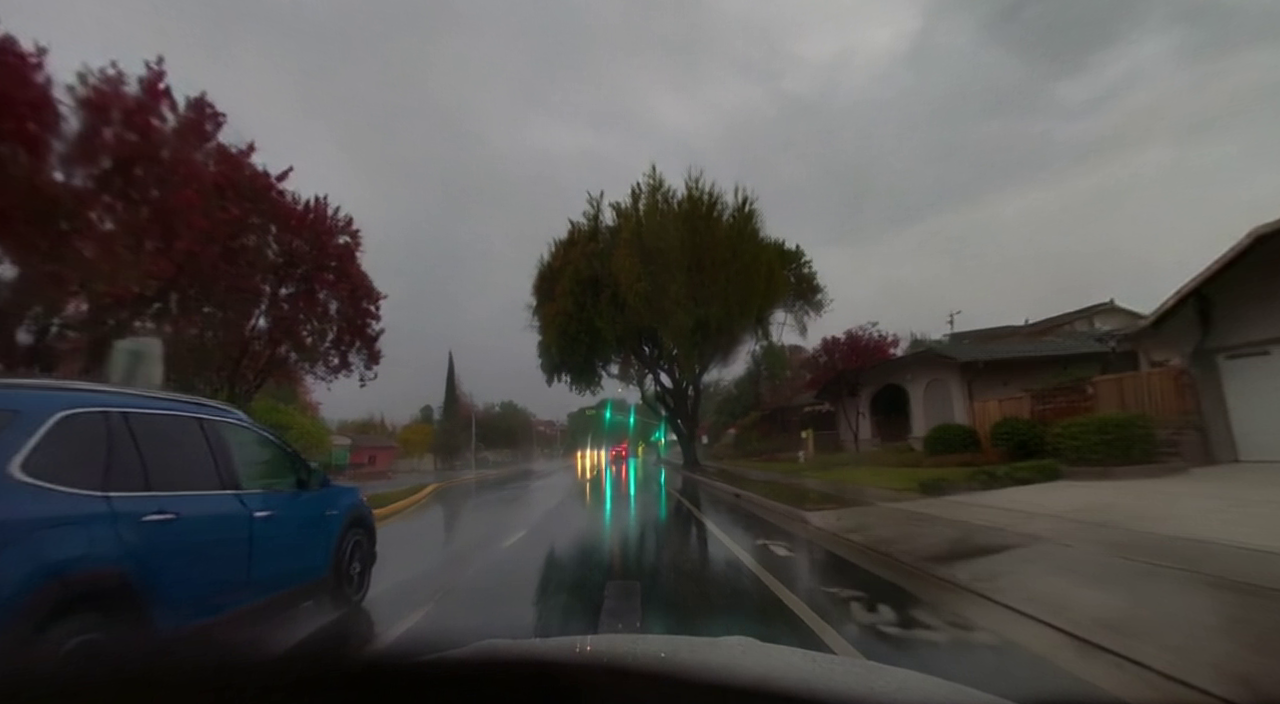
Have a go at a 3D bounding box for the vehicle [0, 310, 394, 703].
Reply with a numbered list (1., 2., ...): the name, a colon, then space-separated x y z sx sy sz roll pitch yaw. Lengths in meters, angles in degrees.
1. vehicle: -3.670 0.967 3.495 2.276 1.960 5.561 0 -8 1
